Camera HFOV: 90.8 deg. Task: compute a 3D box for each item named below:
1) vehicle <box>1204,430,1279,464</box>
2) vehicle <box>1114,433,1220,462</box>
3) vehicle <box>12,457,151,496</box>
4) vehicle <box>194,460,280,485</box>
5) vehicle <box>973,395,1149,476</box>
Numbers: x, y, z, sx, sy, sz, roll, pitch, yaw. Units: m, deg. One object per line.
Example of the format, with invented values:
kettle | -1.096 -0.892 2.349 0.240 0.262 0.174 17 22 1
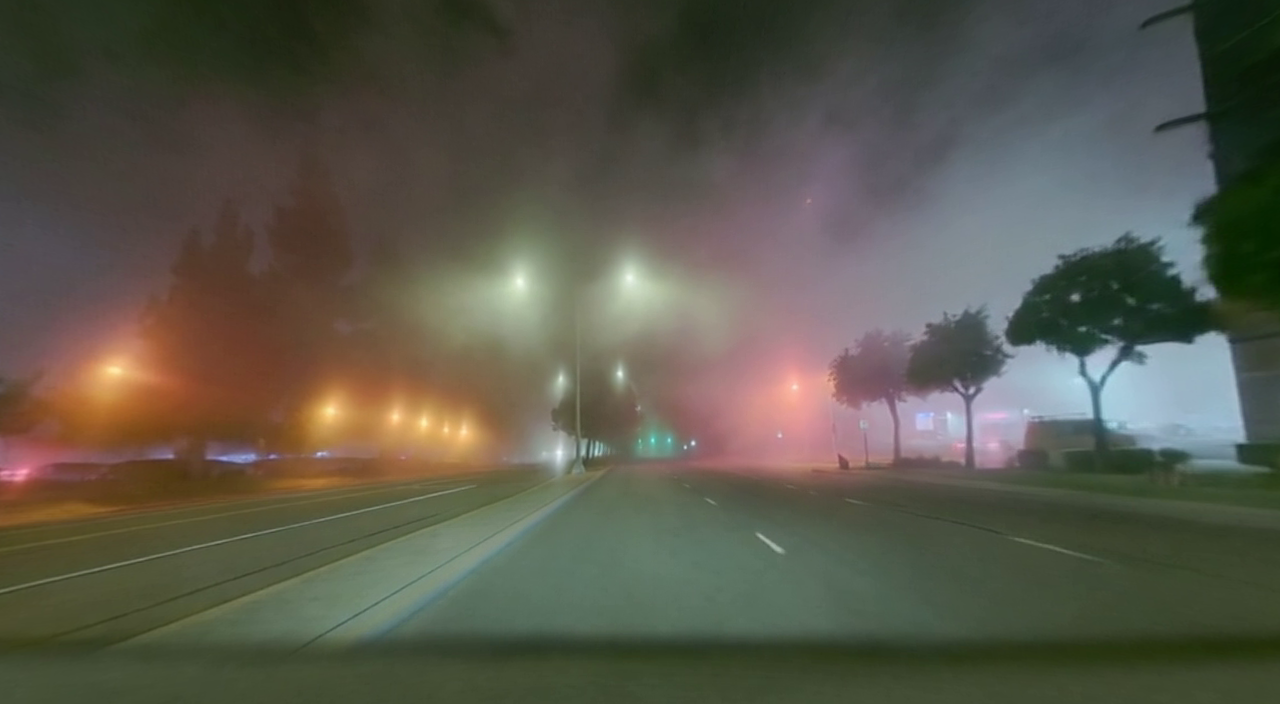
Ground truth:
vehicle | 31.780 4.858 32.363 3.891 1.708 1.847 0 -9 -1
vehicle | 31.843 5.816 38.274 4.505 1.450 2.051 -3 -10 -2
vehicle | -27.717 6.167 31.621 4.879 1.724 2.086 6 -10 -34
vehicle | -27.538 8.208 43.292 4.633 1.454 1.909 7 -11 -41
vehicle | 19.427 4.133 30.057 2.630 3.176 8.459 -2 -10 2
